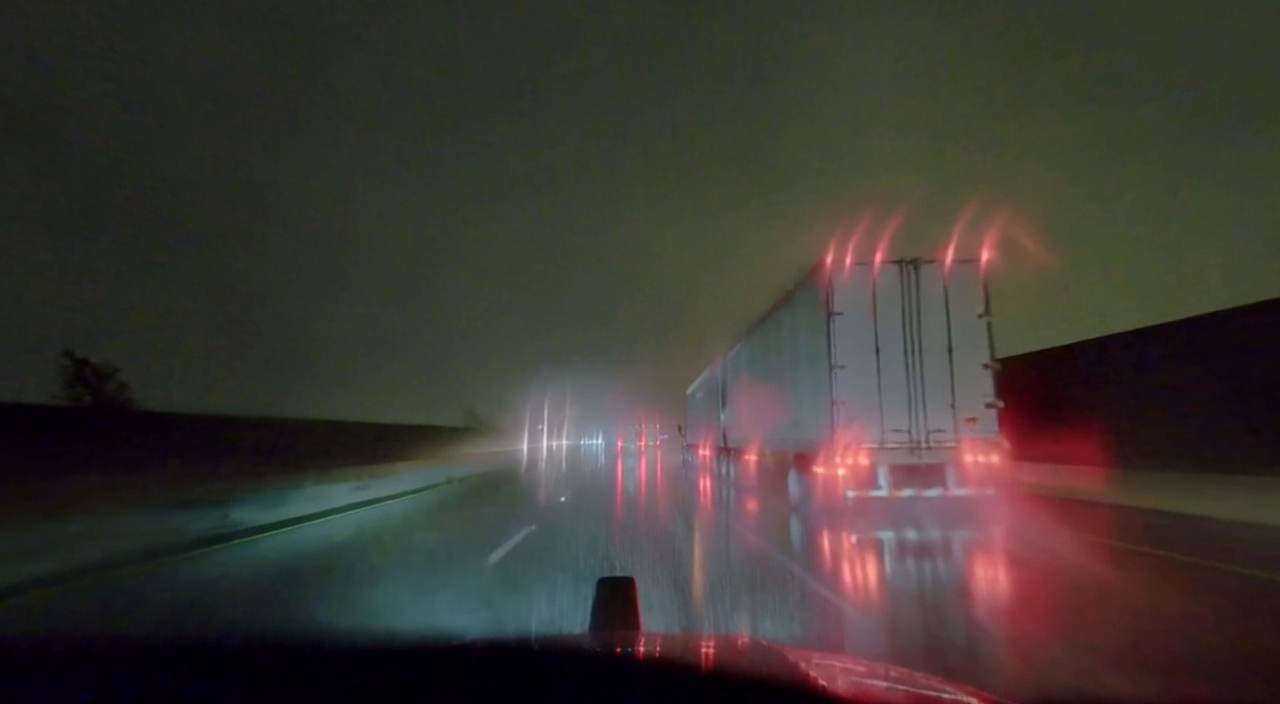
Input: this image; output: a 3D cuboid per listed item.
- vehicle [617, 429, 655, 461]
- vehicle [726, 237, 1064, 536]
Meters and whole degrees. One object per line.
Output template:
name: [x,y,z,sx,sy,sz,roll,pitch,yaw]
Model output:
vehicle: [-0.336,6.326,42.915,2.456,2.007,4.728,0,-8,-1]
vehicle: [3.896,0.992,12.635,2.967,3.961,8.660,0,-8,-1]
